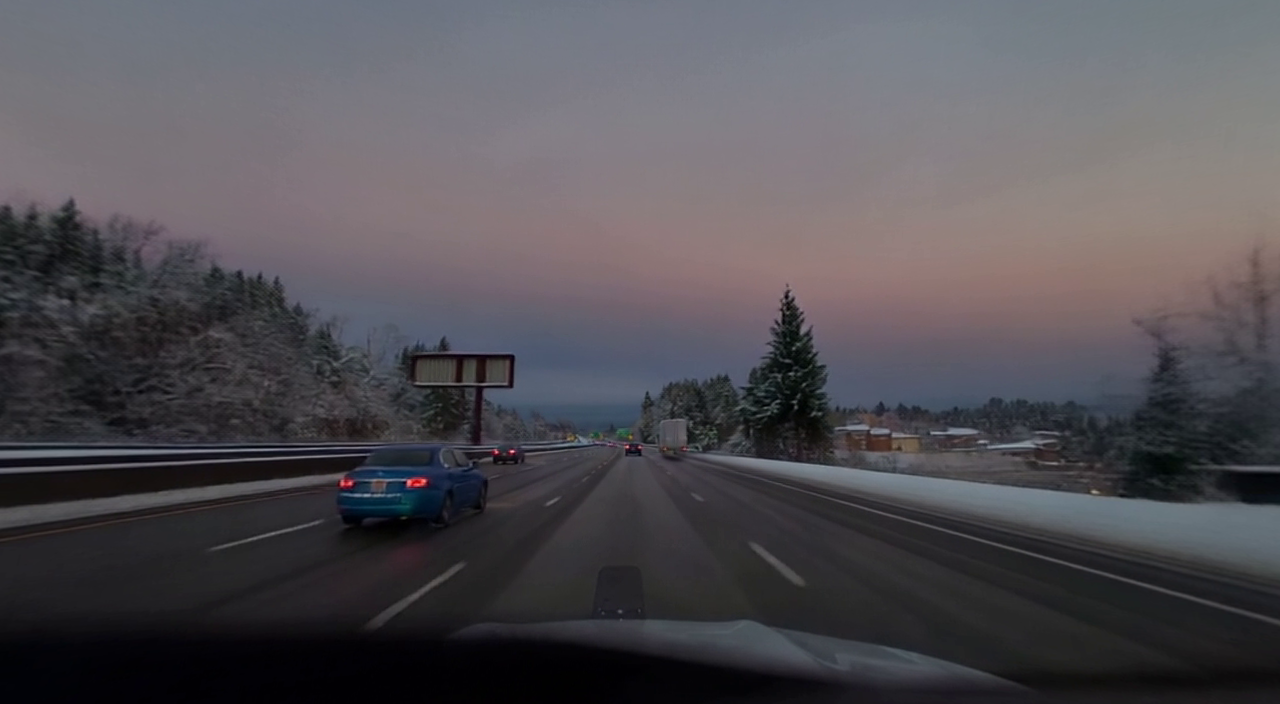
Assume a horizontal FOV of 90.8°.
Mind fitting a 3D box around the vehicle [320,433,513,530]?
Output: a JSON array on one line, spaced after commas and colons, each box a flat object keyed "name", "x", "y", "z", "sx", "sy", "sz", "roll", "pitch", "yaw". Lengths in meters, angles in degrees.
[{"name": "vehicle", "x": -3.930, "y": 2.354, "z": 12.052, "sx": 2.090, "sy": 1.487, "sz": 4.276, "roll": 0, "pitch": -9, "yaw": 0}]
